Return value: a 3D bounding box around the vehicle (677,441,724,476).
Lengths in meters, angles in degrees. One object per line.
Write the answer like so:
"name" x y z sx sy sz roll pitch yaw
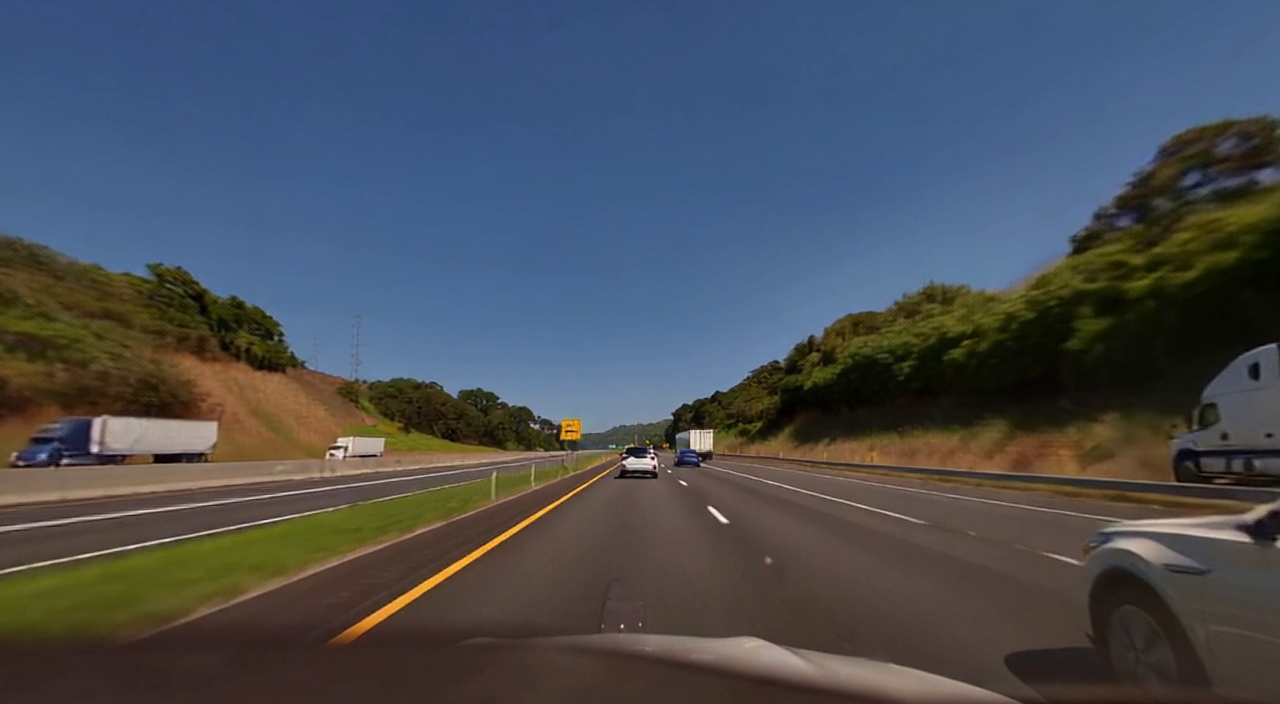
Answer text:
"vehicle" 3.118 5.598 33.366 2.048 1.704 4.284 0 -9 0

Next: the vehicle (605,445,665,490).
"vehicle" -0.172 4.052 22.438 1.970 1.441 3.846 0 -9 0

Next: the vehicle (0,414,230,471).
"vehicle" -36.390 6.385 45.499 2.886 3.282 16.757 -1 -7 -2

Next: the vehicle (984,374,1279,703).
"vehicle" 3.072 0.742 1.379 1.997 1.534 4.664 0 -9 0
